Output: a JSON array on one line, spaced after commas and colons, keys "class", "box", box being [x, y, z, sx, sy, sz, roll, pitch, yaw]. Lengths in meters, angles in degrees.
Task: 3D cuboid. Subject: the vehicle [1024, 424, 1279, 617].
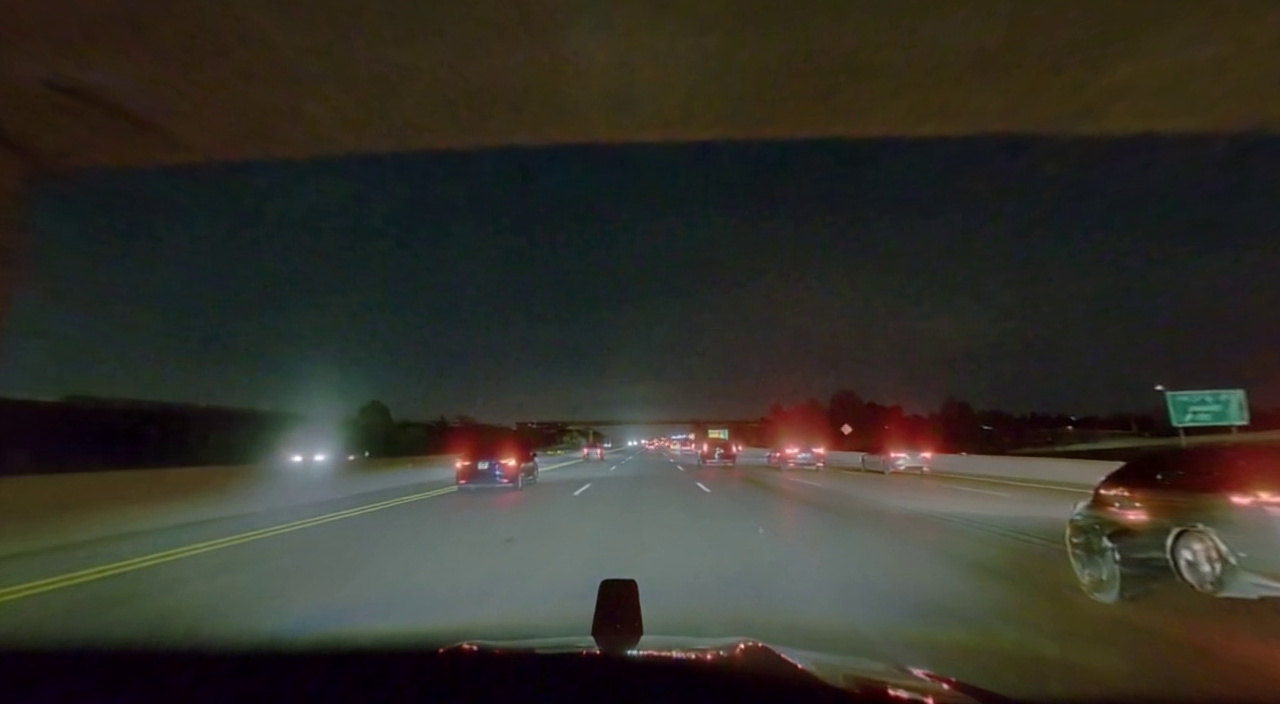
[{"class": "vehicle", "box": [5.970, 1.470, 6.012, 1.989, 1.472, 4.322, 0, -8, 2]}]

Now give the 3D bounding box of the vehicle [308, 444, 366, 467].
[{"class": "vehicle", "box": [-20.711, 7.098, 43.319, 1.938, 1.474, 4.445, 0, -8, -3]}]

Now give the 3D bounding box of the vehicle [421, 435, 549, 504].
[{"class": "vehicle", "box": [-3.743, 2.926, 16.220, 1.997, 1.476, 4.703, 0, -8, 1]}]

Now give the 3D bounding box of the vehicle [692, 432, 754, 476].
[{"class": "vehicle", "box": [3.503, 4.411, 27.460, 2.072, 1.761, 4.242, 0, -8, -1]}]

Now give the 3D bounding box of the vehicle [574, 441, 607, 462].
[{"class": "vehicle", "box": [-3.626, 7.398, 47.177, 2.047, 1.464, 4.387, 0, -8, 1]}]
